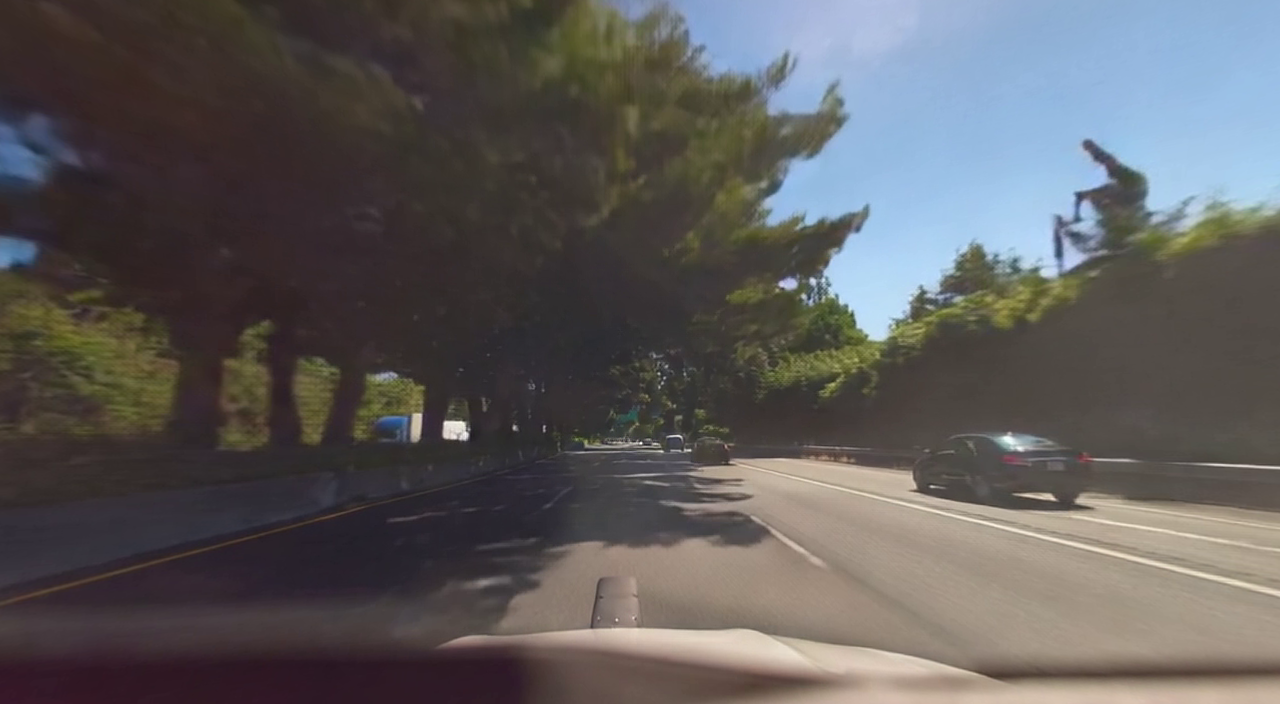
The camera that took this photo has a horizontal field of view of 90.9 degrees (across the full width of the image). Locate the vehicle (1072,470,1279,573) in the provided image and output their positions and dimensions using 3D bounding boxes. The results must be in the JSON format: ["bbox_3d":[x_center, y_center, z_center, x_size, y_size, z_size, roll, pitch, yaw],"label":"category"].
[{"bbox_3d":[7.181,1.996,7.857,1.535,0.862,2.814,0,-8,-2],"label":"vehicle"}]

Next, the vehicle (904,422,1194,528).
[{"bbox_3d":[7.050,2.129,11.749,2.003,1.522,4.940,0,-8,-1],"label":"vehicle"}]

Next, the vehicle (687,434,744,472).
[{"bbox_3d":[3.180,4.311,27.219,1.819,1.468,3.770,0,-8,-2],"label":"vehicle"}]
